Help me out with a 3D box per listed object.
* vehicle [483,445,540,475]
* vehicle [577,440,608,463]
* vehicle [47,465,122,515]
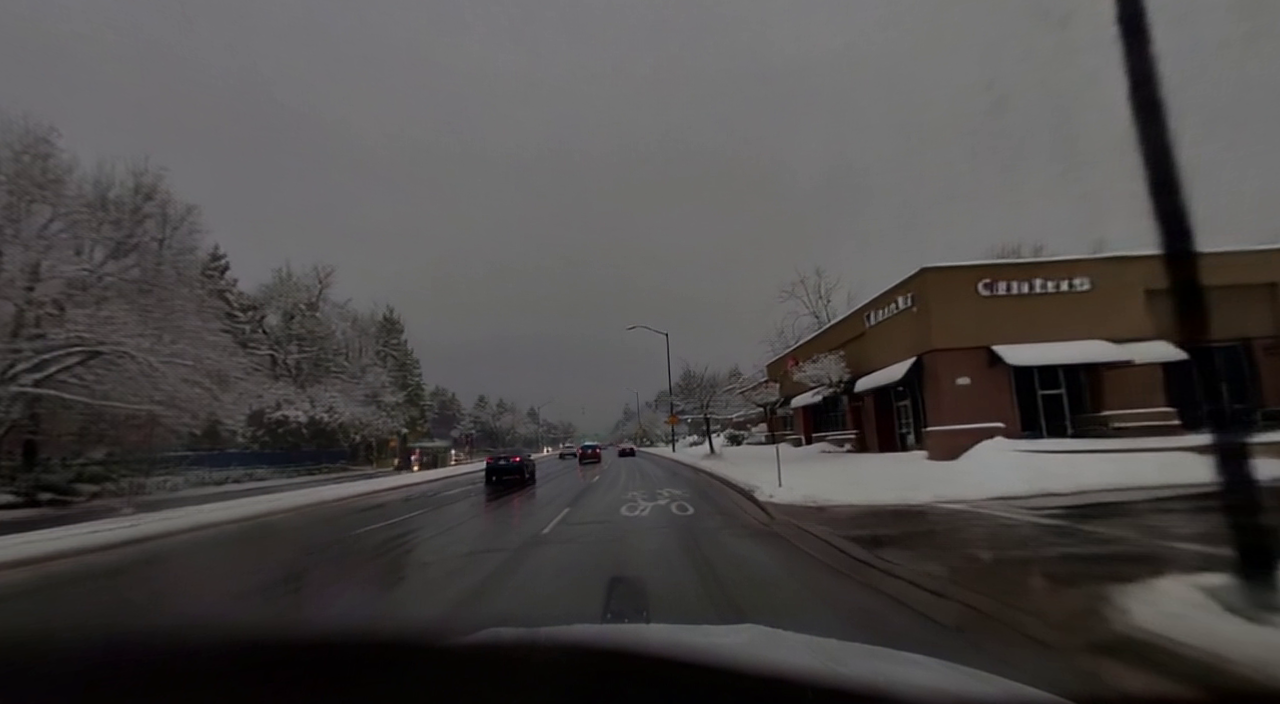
[{"bbox_3d":[-6.565,5.546,32.615,2.072,1.427,4.328,-1,-9,0],"label":"vehicle"},{"bbox_3d":[-3.587,7.612,48.196,2.100,1.661,3.837,-1,-9,0],"label":"vehicle"},{"bbox_3d":[-23.275,5.673,26.397,2.073,1.734,4.615,7,-11,-42],"label":"vehicle"}]
